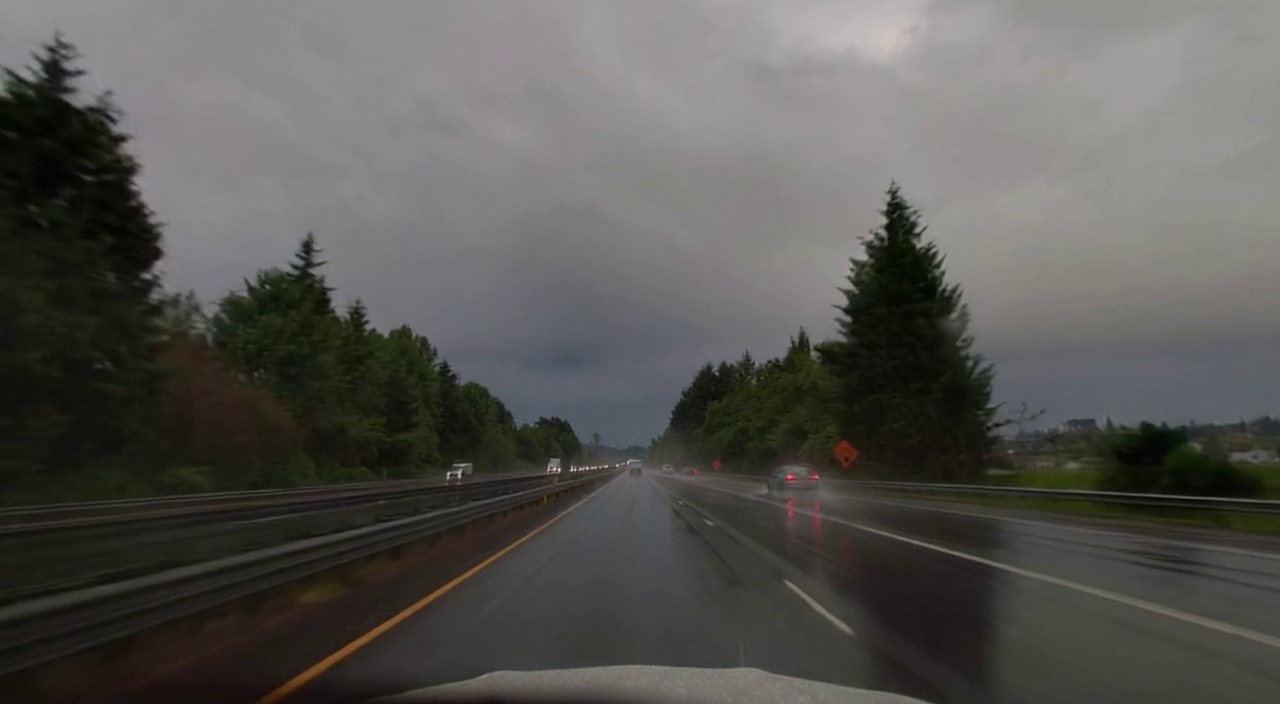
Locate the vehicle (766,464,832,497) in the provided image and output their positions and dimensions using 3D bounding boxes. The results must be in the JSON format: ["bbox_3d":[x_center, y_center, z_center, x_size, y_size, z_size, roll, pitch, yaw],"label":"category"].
[{"bbox_3d":[7.730,6.303,31.092,2.024,1.476,4.352,1,-10,-1],"label":"vehicle"}]
